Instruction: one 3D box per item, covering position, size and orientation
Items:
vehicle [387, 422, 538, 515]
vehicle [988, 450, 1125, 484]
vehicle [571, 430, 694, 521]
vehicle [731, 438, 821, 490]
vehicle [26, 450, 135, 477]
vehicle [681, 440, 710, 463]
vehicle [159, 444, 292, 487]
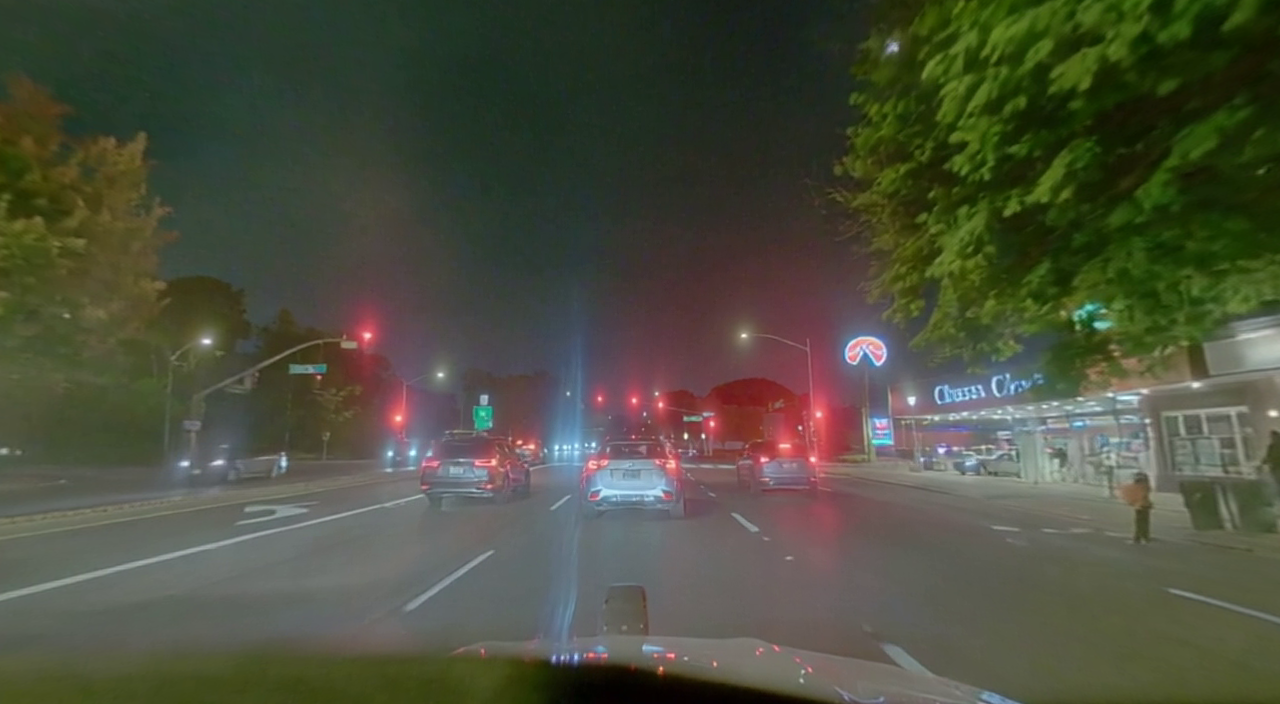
[{"bbox_3d":[-3.569,2.420,13.560,1.983,1.685,3.997,0,-8,2],"label":"vehicle"},{"bbox_3d":[19.057,5.275,29.043,4.795,1.457,1.986,0,-8,4],"label":"vehicle"},{"bbox_3d":[-0.125,2.448,13.028,2.121,1.563,4.031,0,-8,0],"label":"vehicle"},{"bbox_3d":[4.273,3.574,20.510,1.979,1.485,4.207,0,-8,0],"label":"vehicle"},{"bbox_3d":[-31.337,6.243,35.469,4.106,1.384,1.878,4,-9,-26],"label":"vehicle"},{"bbox_3d":[4.085,7.379,46.859,1.848,1.665,3.747,0,-8,0],"label":"vehicle"},{"bbox_3d":[-15.495,4.229,23.914,1.896,1.468,4.573,0,-8,0],"label":"vehicle"}]
